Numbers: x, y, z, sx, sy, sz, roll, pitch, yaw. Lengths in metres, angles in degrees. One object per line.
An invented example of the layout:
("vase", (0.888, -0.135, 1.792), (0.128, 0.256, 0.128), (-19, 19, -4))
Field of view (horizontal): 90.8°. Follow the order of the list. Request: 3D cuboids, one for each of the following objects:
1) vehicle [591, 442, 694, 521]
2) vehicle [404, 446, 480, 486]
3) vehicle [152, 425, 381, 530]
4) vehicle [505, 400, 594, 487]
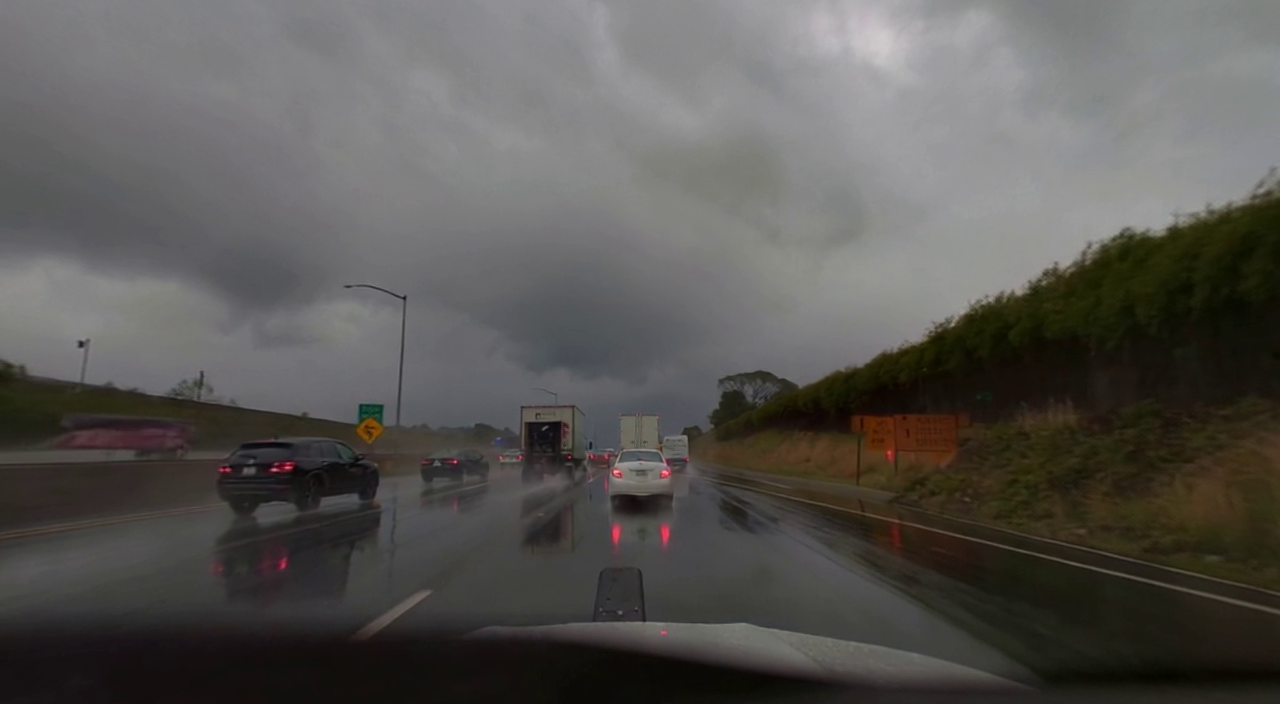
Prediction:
("vehicle", (0.022, 2.779, 13.962), (1.995, 1.495, 3.380), (0, -9, -1))
("vehicle", (-8.054, 4.666, 26.040), (1.880, 1.512, 3.758), (-1, -9, 1))
("vehicle", (-7.219, 2.461, 12.871), (1.952, 1.746, 4.332), (-1, -9, 1))
("vehicle", (-3.819, 4.137, 28.357), (2.812, 3.342, 7.248), (-1, -9, 1))
